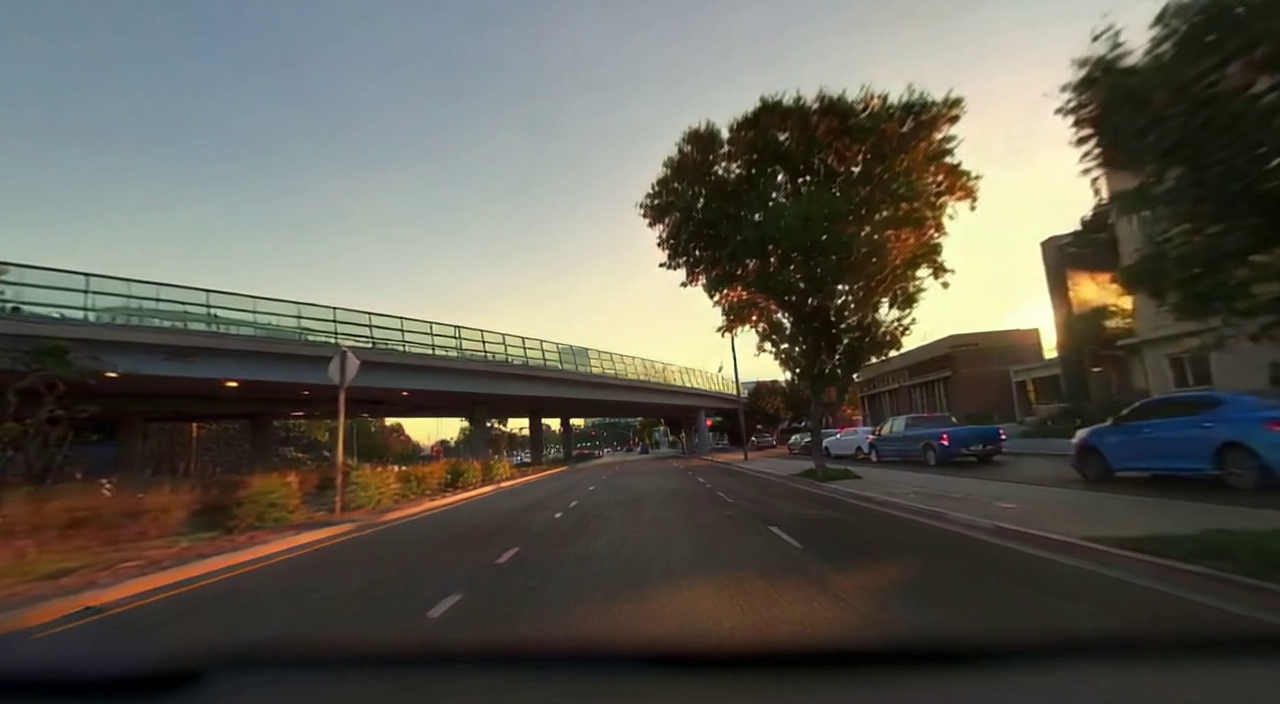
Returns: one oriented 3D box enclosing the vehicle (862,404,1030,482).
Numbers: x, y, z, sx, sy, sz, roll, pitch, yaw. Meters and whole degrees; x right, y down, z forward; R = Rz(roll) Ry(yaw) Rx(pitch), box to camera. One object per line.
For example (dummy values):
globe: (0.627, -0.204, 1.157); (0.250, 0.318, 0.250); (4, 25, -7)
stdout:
vehicle: (10.381, 3.213, 22.215); (2.445, 2.272, 6.461); (-1, -8, -2)

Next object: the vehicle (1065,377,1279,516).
vehicle: (10.249, 1.516, 10.752); (2.138, 1.805, 5.011); (-11, -8, -1)
